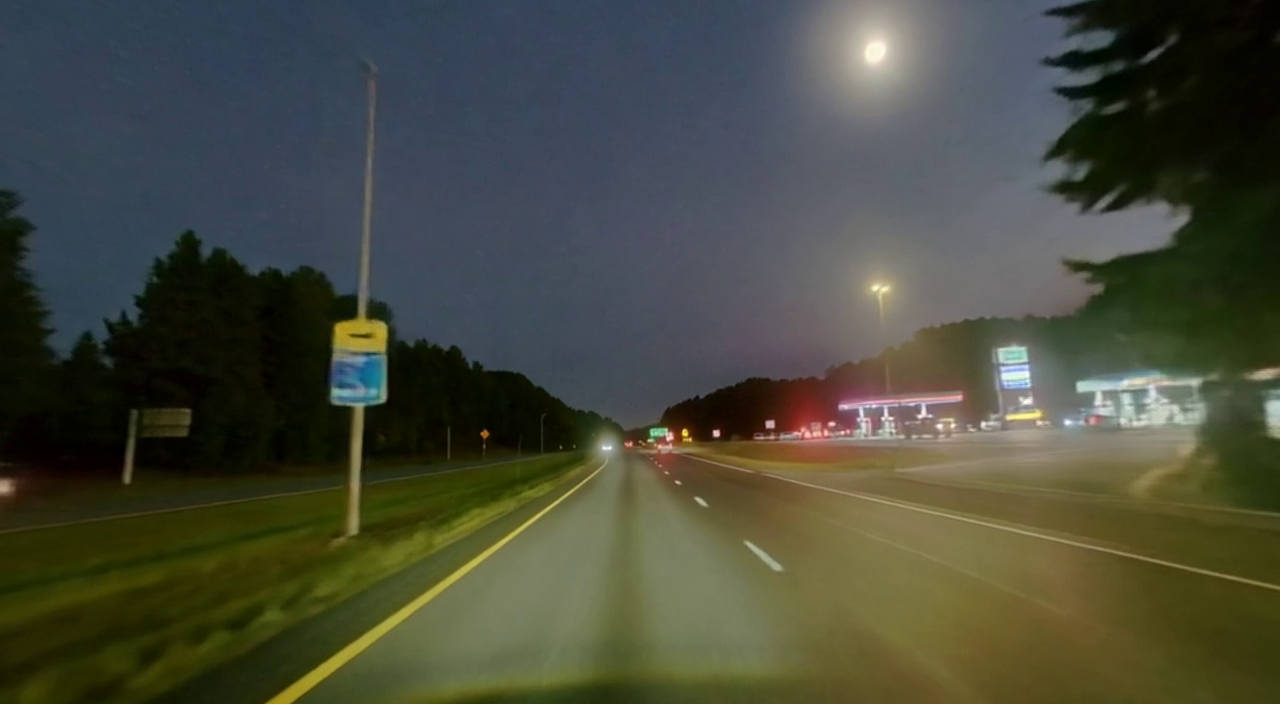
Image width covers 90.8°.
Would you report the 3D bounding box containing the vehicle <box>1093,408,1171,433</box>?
[{"bbox_3d":[36.396,5.124,46.900,1.841,1.471,4.498,-3,-9,-5],"label":"vehicle"}]
